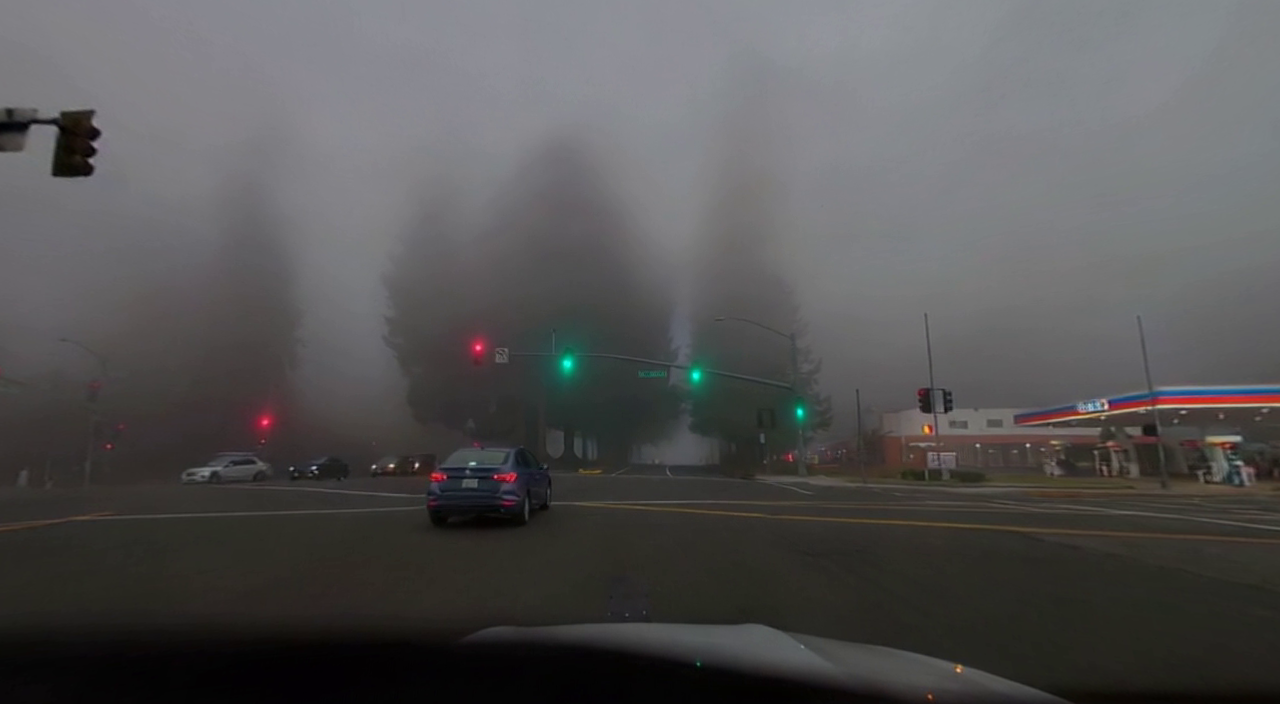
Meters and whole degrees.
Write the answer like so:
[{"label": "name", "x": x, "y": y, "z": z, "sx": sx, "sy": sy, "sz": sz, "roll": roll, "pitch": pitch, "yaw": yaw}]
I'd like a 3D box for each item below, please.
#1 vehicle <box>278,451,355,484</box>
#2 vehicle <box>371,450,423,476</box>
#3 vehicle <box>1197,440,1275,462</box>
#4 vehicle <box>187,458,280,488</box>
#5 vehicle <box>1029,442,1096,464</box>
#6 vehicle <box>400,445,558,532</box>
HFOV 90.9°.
[{"label": "vehicle", "x": -17.370, "y": 6.184, "z": 34.111, "sx": 1.887, "sy": 1.635, "sz": 4.281, "roll": 0, "pitch": -9, "yaw": 0}, {"label": "vehicle", "x": -17.596, "y": 8.040, "z": 45.887, "sx": 2.032, "sy": 1.741, "sz": 4.450, "roll": 0, "pitch": -9, "yaw": 0}, {"label": "vehicle", "x": 40.168, "y": 6.709, "z": 42.507, "sx": 3.518, "sy": 1.433, "sz": 1.763, "roll": 1, "pitch": -9, "yaw": -5}, {"label": "vehicle", "x": -20.840, "y": 6.194, "z": 32.569, "sx": 1.821, "sy": 1.371, "sz": 4.545, "roll": 0, "pitch": -9, "yaw": -1}, {"label": "vehicle", "x": 33.010, "y": 7.898, "z": 49.401, "sx": 2.148, "sy": 1.679, "sz": 4.197, "roll": 1, "pitch": -9, "yaw": -5}, {"label": "vehicle", "x": -3.086, "y": 2.713, "z": 13.216, "sx": 2.041, "sy": 1.483, "sz": 4.533, "roll": 0, "pitch": -9, "yaw": 1}]
